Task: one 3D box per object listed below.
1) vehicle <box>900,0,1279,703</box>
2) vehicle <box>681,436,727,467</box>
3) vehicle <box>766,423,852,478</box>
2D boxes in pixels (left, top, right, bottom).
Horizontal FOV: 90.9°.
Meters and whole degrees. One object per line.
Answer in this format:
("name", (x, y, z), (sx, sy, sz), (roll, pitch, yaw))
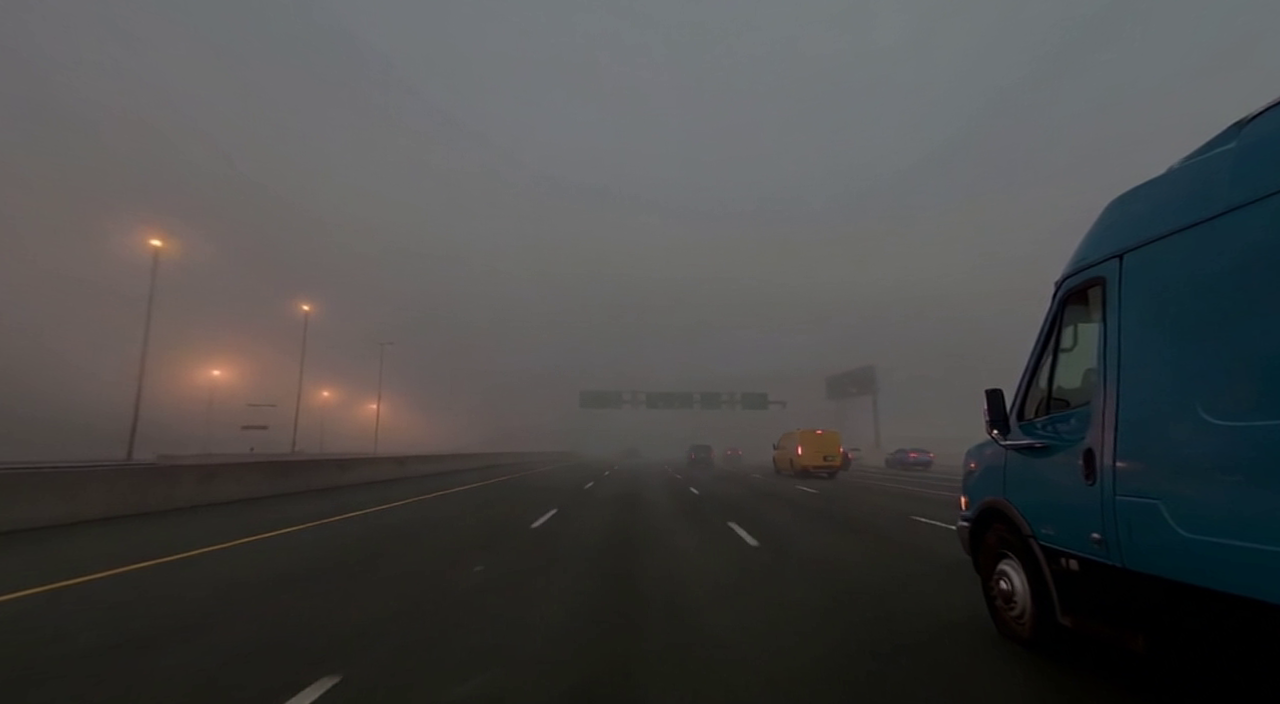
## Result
("vehicle", (3.210, 0.131, 1.140), (2.436, 2.745, 7.034), (0, -8, 0))
("vehicle", (4.213, 6.666, 42.438), (2.464, 1.961, 5.520), (0, -8, -1))
("vehicle", (7.390, 4.404, 28.313), (2.301, 2.203, 5.419), (0, -8, 0))
